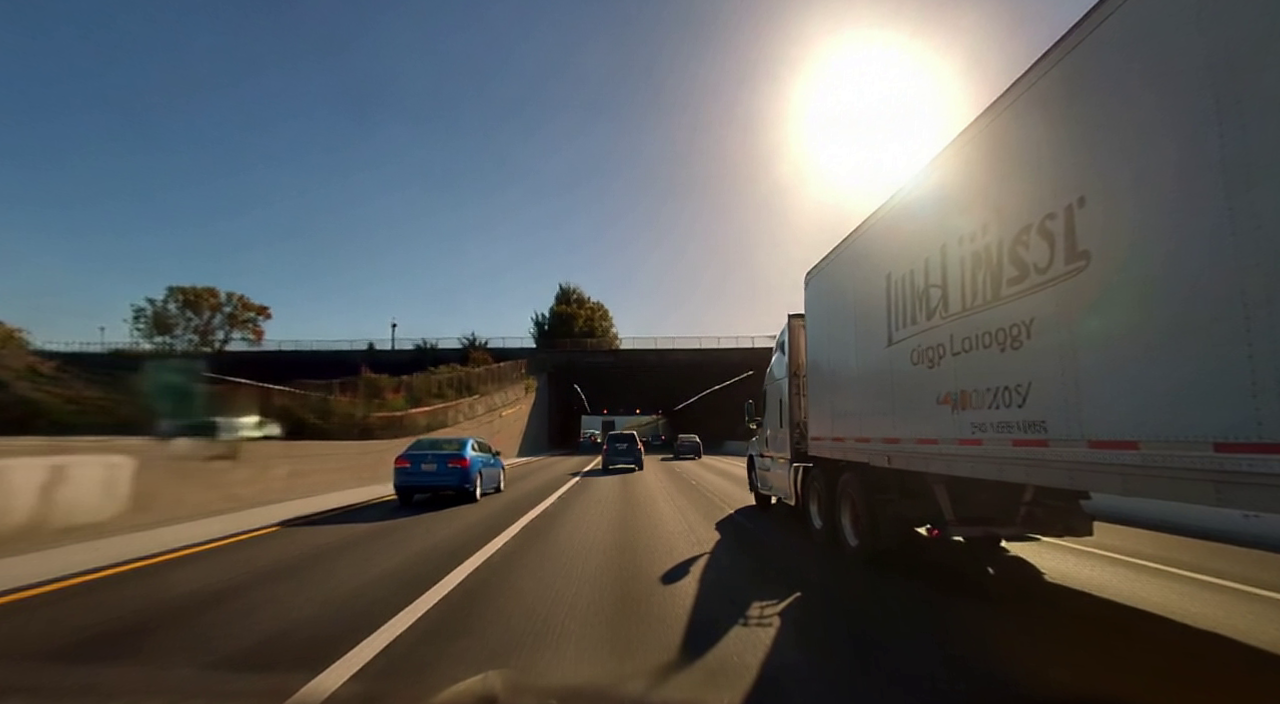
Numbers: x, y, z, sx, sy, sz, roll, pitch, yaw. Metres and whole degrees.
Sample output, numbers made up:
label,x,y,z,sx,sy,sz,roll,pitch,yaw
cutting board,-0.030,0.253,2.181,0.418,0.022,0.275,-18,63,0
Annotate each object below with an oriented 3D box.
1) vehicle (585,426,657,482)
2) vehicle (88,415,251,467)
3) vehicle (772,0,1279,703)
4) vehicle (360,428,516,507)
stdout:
label,x,y,z,sx,sy,sz,roll,pitch,yaw
vehicle,-0.582,3.235,20.285,2.094,1.600,3.666,0,-8,-1
vehicle,-15.316,2.943,20.929,1.844,1.493,4.736,0,-8,-1
vehicle,3.826,-0.156,3.804,2.842,4.108,14.081,0,-8,-1
vehicle,-4.167,2.443,13.887,2.019,1.435,4.317,0,-8,0
